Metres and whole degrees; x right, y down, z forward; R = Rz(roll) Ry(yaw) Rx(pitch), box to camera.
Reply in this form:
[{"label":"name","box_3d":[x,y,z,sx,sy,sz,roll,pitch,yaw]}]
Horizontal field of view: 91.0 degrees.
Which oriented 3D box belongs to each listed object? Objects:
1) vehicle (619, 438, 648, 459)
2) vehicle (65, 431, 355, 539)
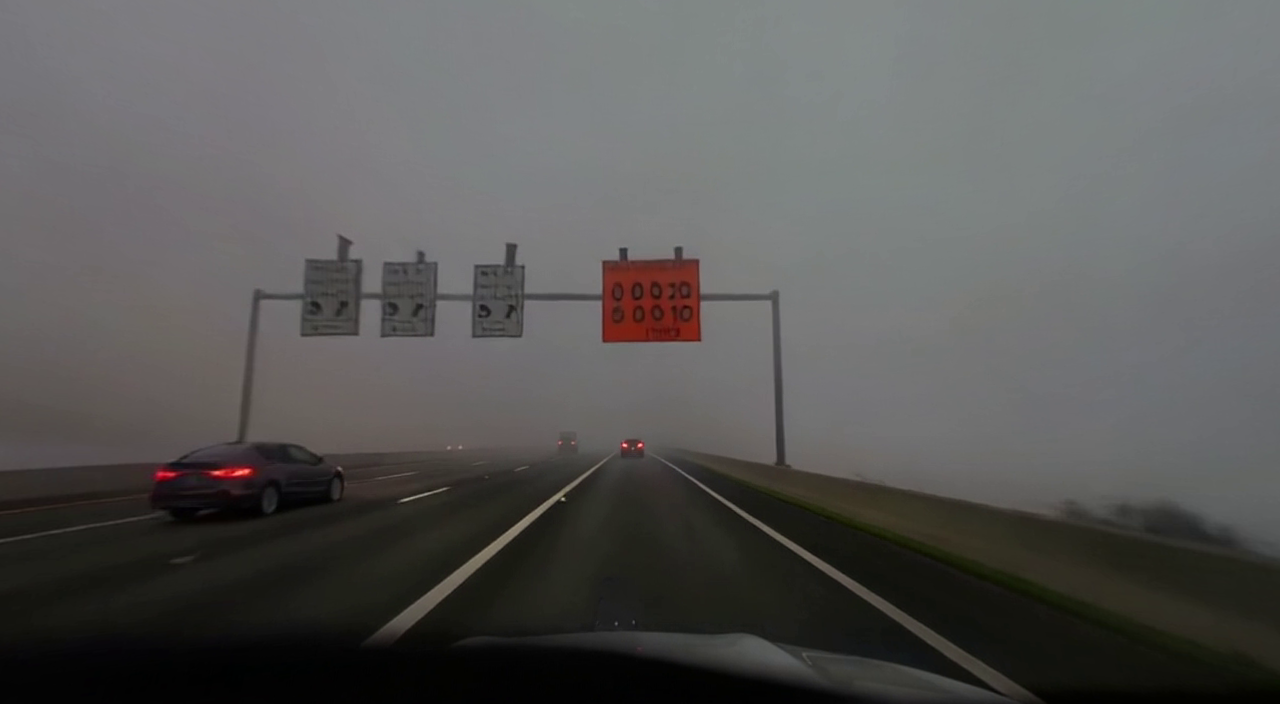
[{"label":"vehicle","box_3d":[-0.485,7.159,46.758,2.072,1.440,3.690,0,-8,-1]},{"label":"vehicle","box_3d":[-7.200,2.237,11.366,1.939,1.504,4.727,0,-8,-1]}]
